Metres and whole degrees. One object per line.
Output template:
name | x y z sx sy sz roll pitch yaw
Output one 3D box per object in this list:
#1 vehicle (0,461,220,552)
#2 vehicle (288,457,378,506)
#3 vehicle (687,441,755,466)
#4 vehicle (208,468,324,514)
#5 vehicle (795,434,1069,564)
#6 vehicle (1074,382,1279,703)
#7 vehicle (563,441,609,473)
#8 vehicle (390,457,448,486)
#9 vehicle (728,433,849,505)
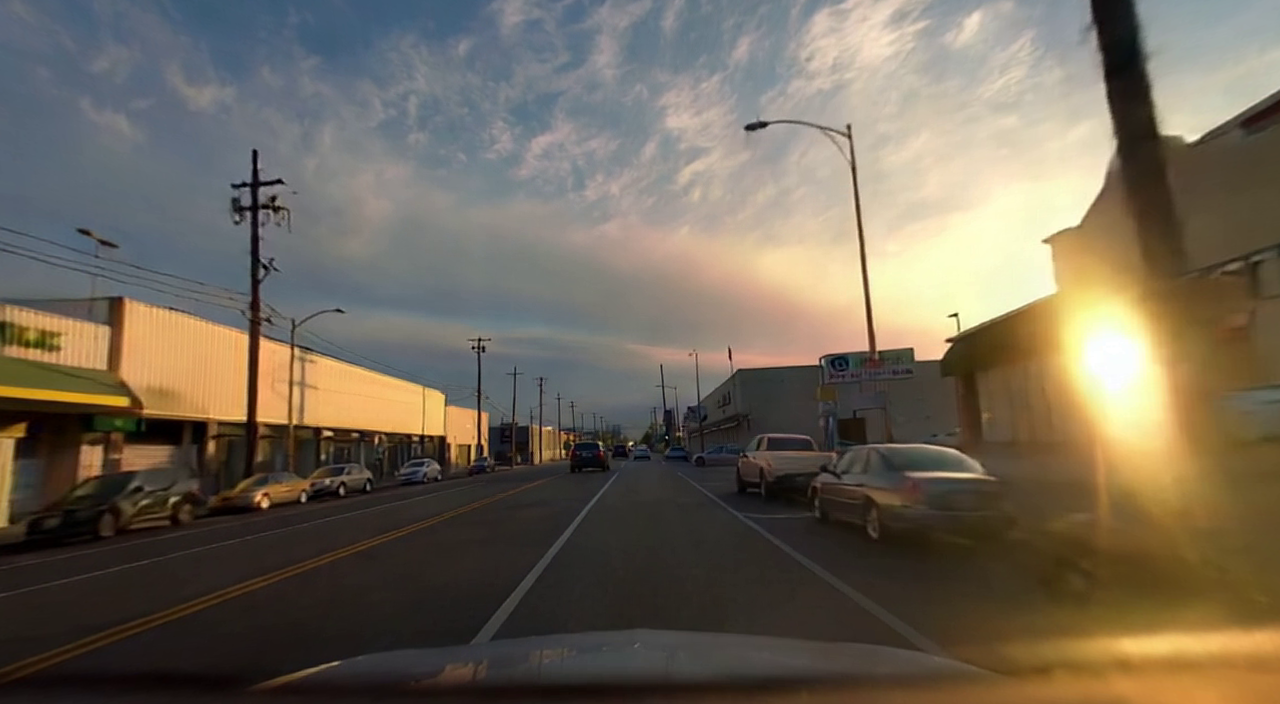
vehicle | -15.307 4.385 18.658 2.124 1.835 5.450 -6 -7 0
vehicle | -15.156 6.366 31.494 2.081 1.791 4.799 -6 -7 -1
vehicle | 5.519 6.945 43.251 4.474 1.632 2.234 -1 -9 5
vehicle | -15.159 5.631 25.923 2.049 1.496 4.338 -1 -8 1
vehicle | 3.899 2.028 9.533 1.862 1.451 4.544 0 -9 -1
vehicle | 3.952 0.815 2.107 2.149 1.563 3.880 0 -9 -2
vehicle | -3.232 6.465 39.180 2.348 1.831 4.737 0 -9 1
vehicle | -15.223 8.231 43.896 1.966 1.760 5.423 -1 -8 1
vehicle | 3.838 3.140 17.496 2.048 1.658 5.559 0 -9 0
